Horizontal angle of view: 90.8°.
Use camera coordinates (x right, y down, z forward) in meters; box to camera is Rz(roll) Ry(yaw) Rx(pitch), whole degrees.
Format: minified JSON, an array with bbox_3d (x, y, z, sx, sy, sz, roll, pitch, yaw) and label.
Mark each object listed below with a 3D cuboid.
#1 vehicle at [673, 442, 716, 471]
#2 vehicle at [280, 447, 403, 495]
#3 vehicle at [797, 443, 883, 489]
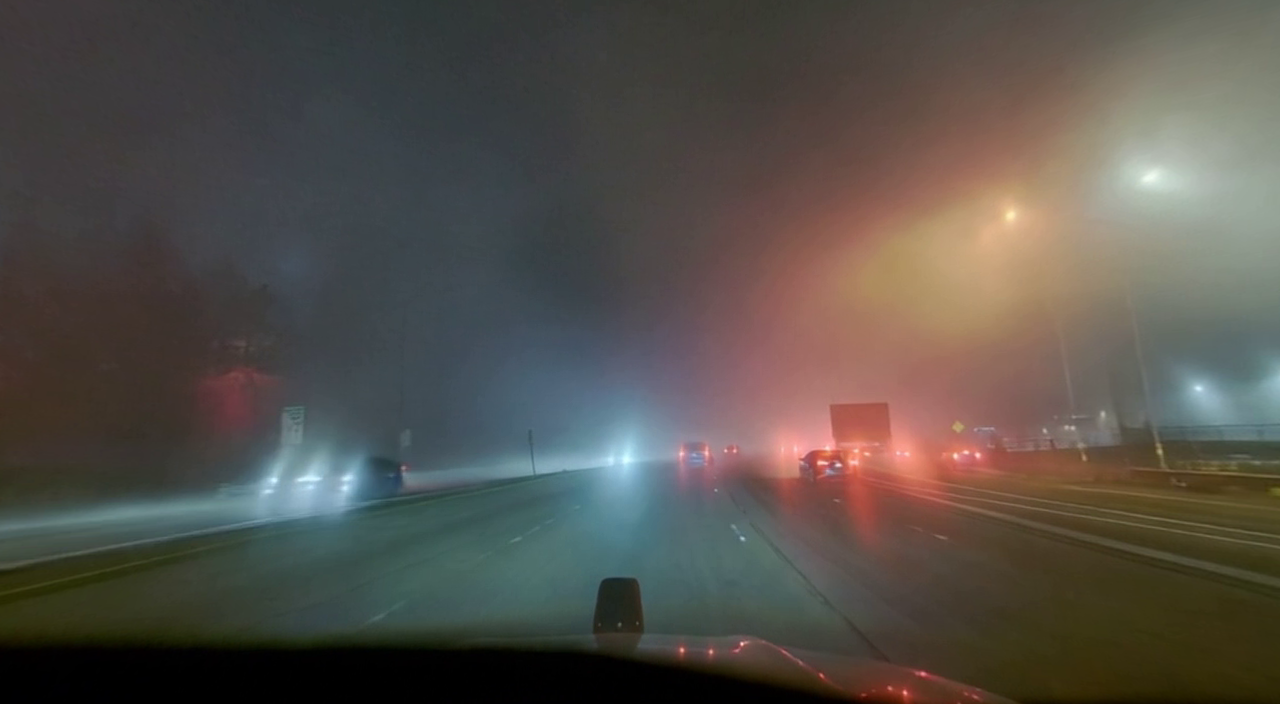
[{"bbox_3d":[3.387,6.364,38.633,2.201,1.676,4.541,-2,-9,10],"label":"vehicle"},{"bbox_3d":[-10.908,4.351,23.558,1.903,1.593,4.593,-1,-9,7],"label":"vehicle"},{"bbox_3d":[7.045,4.029,22.735,2.044,1.474,4.083,-1,-9,5],"label":"vehicle"}]
